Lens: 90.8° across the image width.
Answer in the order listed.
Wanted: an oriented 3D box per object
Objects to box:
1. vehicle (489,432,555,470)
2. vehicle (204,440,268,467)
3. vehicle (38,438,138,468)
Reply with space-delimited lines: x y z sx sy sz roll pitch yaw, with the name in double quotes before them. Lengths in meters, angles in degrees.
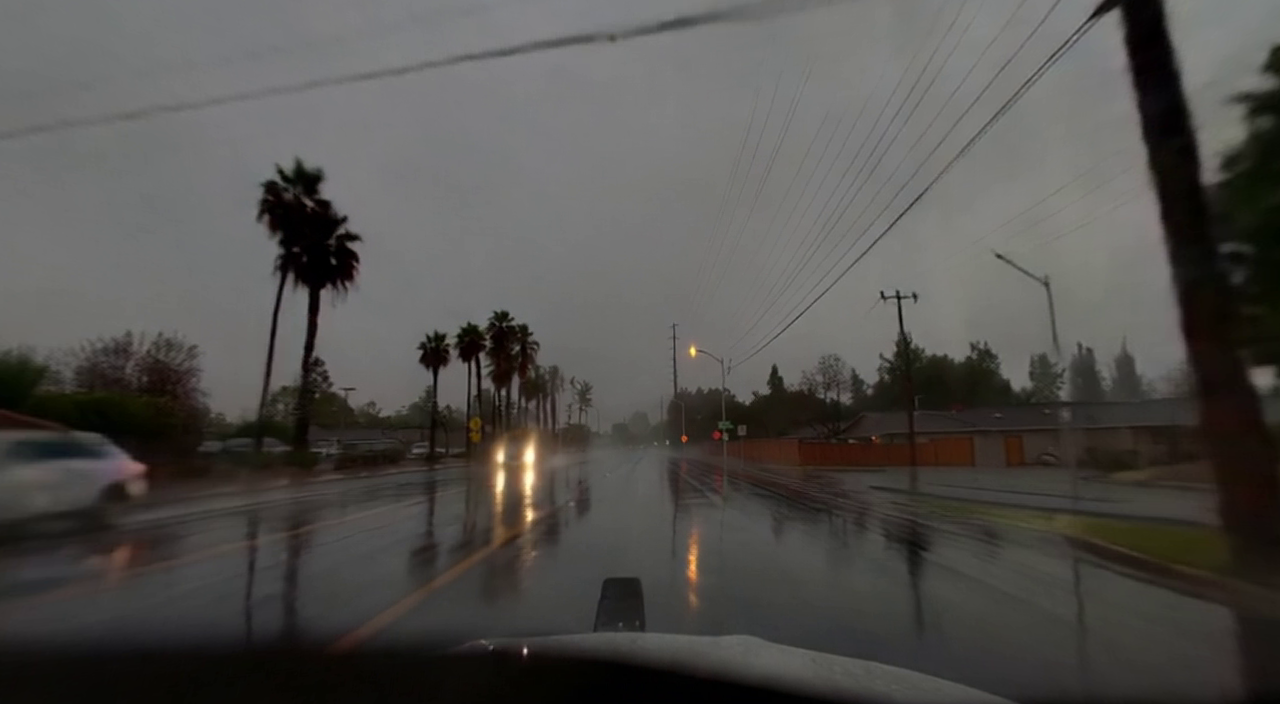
"vehicle" -6.073 5.161 33.310 2.139 1.794 5.925 0 -8 2
"vehicle" -29.081 7.287 45.399 4.687 1.649 1.993 -7 -5 31
"vehicle" -39.221 7.171 45.053 4.768 1.945 2.386 3 -8 -26
